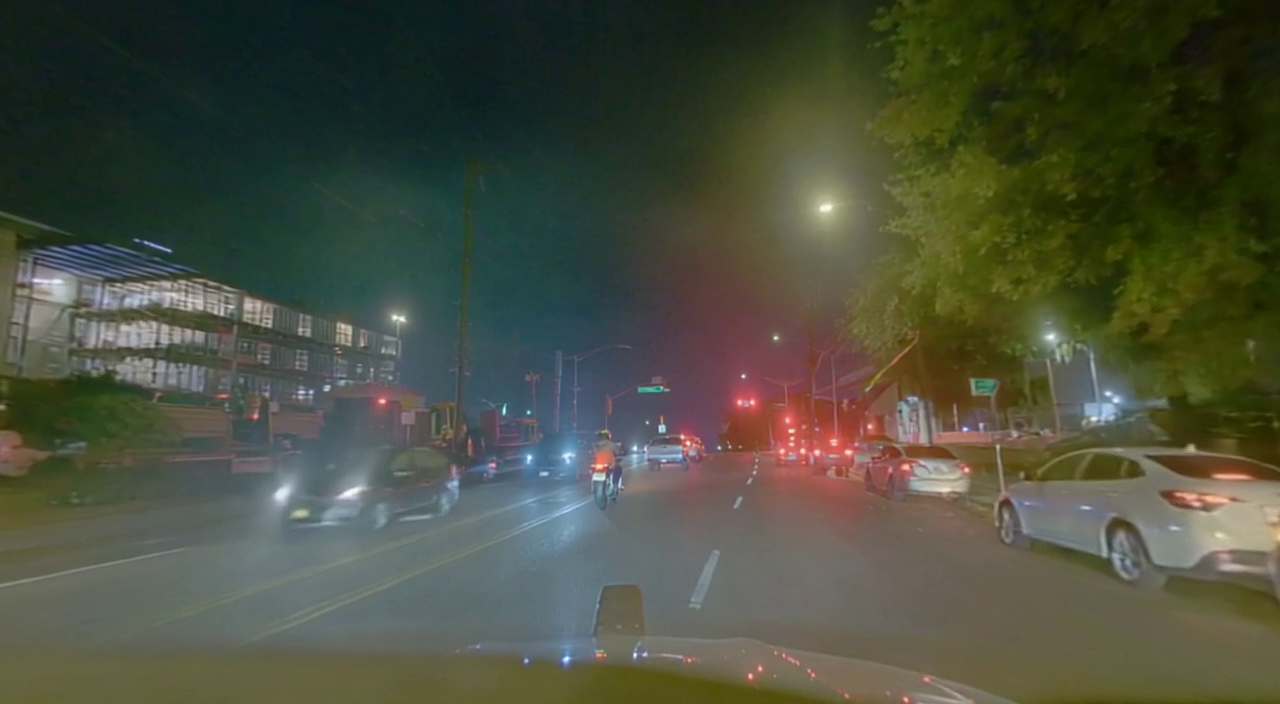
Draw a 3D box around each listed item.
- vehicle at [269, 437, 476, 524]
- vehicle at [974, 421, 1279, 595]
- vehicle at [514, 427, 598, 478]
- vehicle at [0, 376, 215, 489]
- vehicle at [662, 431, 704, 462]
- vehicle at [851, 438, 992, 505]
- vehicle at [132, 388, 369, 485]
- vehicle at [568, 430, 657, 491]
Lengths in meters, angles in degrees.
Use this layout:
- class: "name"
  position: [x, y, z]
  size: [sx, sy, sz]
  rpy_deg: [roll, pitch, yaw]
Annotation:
- class: "vehicle"
  position: [-5.343, 2.606, 13.532]
  size: [2.105, 1.509, 4.753]
  rpy_deg: [-1, -8, 4]
- class: "vehicle"
  position: [5.977, 1.792, 7.580]
  size: [1.891, 1.442, 4.560]
  rpy_deg: [-2, -13, 7]
- class: "vehicle"
  position: [-3.379, 4.255, 26.990]
  size: [2.222, 1.911, 5.988]
  rpy_deg: [-1, -8, 6]
- class: "vehicle"
  position: [-20.860, 3.033, 23.768]
  size: [3.283, 3.441, 8.669]
  rpy_deg: [-1, -7, 4]
- class: "vehicle"
  position: [3.027, 6.409, 42.945]
  size: [2.295, 1.929, 5.498]
  rpy_deg: [-2, -8, 9]
- class: "vehicle"
  position: [6.987, 2.986, 16.292]
  size: [1.973, 1.457, 4.522]
  rpy_deg: [-1, -8, 6]
- class: "vehicle"
  position: [-14.765, 3.437, 25.317]
  size: [2.990, 3.144, 9.080]
  rpy_deg: [-1, -8, 6]
- class: "vehicle"
  position: [-0.690, 3.233, 19.151]
  size: [1.925, 1.602, 4.090]
  rpy_deg: [-2, -8, 9]
